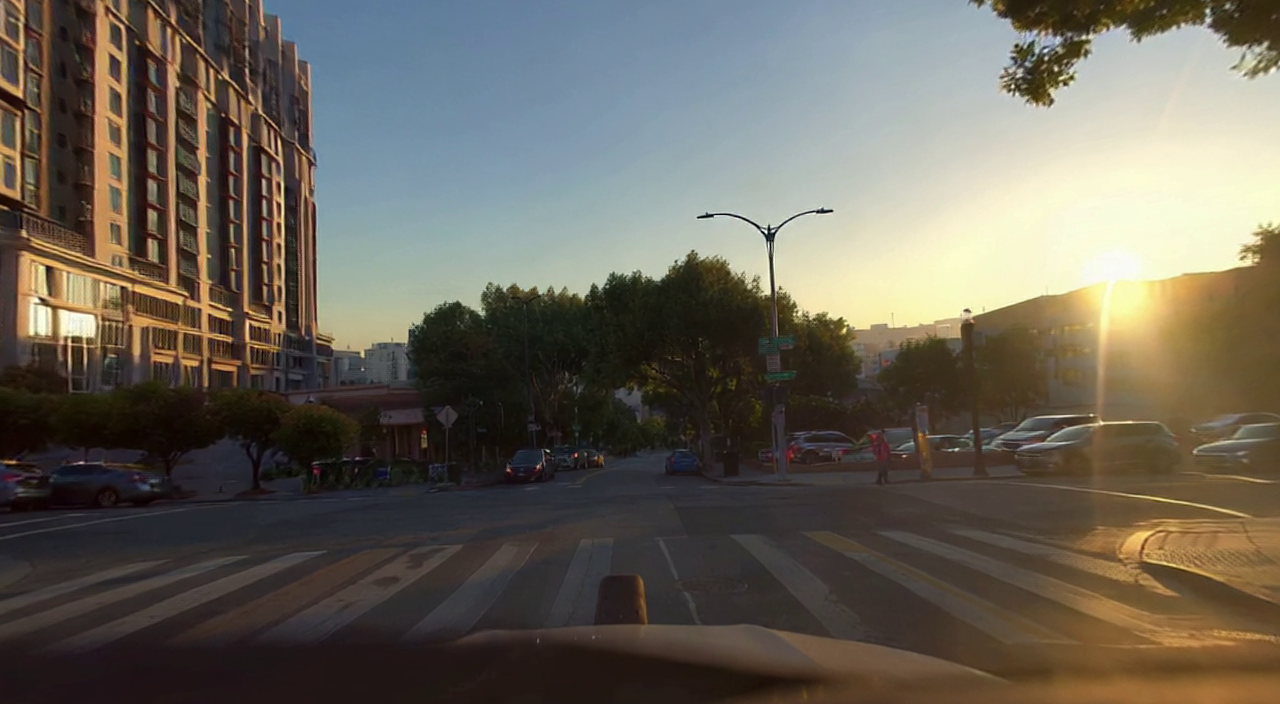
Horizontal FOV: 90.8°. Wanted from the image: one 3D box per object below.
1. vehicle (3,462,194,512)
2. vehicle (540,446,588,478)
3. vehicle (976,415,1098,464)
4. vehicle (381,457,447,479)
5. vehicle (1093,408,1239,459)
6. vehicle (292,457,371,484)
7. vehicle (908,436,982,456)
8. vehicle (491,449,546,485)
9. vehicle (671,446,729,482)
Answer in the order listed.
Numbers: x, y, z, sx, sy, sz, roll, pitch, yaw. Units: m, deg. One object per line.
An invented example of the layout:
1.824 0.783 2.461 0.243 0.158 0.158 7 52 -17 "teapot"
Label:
-17.316 4.316 20.372 4.439 1.448 1.793 0 -9 0 "vehicle"
-4.436 6.550 37.700 2.102 1.768 4.290 -1 -9 3 "vehicle"
16.743 3.790 26.997 2.041 1.921 4.574 0 -9 -2 "vehicle"
-16.931 8.668 47.376 4.203 1.544 1.889 0 -8 2 "vehicle"
22.304 3.532 27.144 2.137 1.962 4.988 -1 -8 3 "vehicle"
-23.156 8.889 47.482 4.844 1.836 2.117 -1 -8 5 "vehicle"
23.013 7.087 47.772 4.528 1.475 2.070 0 -8 3 "vehicle"
-7.617 7.249 40.251 2.193 1.814 5.061 -9 -8 0 "vehicle"
3.253 5.874 33.548 1.942 1.603 3.785 1 -7 23 "vehicle"
